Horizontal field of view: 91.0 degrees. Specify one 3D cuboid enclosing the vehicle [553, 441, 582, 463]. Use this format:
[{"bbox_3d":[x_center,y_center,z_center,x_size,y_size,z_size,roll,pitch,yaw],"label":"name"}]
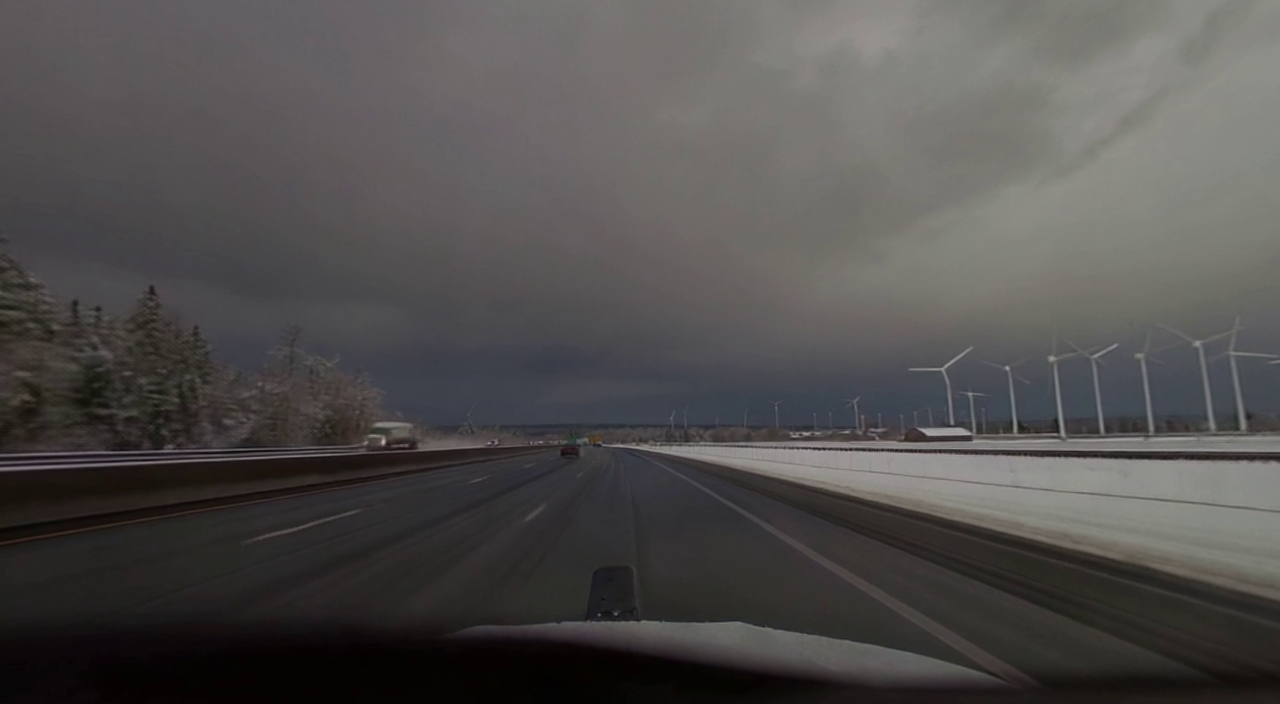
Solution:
[{"bbox_3d":[-5.587,7.767,49.036,2.053,1.549,4.097,0,-8,-3],"label":"vehicle"}]
